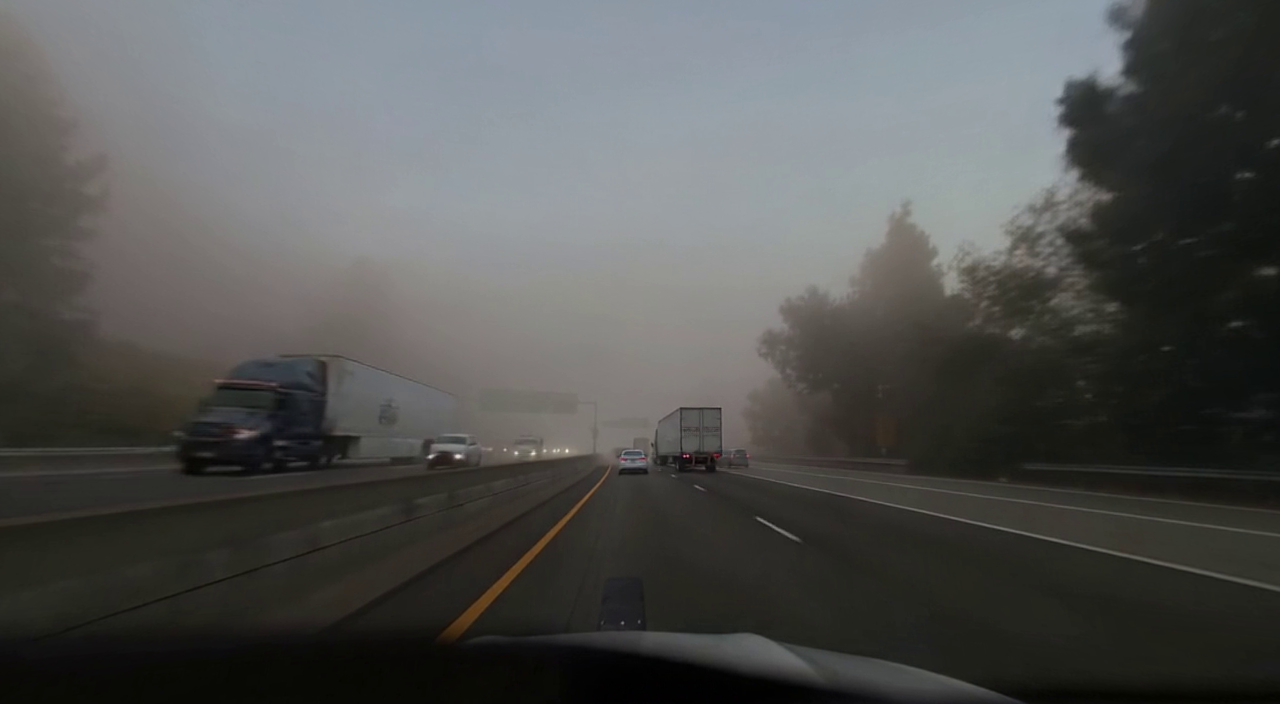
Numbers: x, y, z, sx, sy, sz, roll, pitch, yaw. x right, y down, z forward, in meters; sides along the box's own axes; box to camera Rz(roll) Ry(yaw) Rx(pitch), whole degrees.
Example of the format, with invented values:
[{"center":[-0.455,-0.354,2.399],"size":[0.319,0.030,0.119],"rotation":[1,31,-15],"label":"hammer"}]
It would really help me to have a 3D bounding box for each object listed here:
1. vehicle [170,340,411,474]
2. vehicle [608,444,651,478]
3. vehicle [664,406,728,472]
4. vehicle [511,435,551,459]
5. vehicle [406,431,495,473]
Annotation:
[{"center":[-11.885,2.362,23.246],"size":[2.937,3.843,10.296],"rotation":[0,-9,0],"label":"vehicle"},{"center":[-0.563,5.644,32.829],"size":[2.111,1.599,3.859],"rotation":[0,-9,-1],"label":"vehicle"},{"center":[3.674,6.288,44.929],"size":[2.931,4.009,12.800],"rotation":[0,-9,-2],"label":"vehicle"},{"center":[-8.154,7.192,47.550],"size":[2.099,1.725,5.303],"rotation":[0,-9,-1],"label":"vehicle"},{"center":[-7.438,4.026,25.387],"size":[1.993,1.486,5.318],"rotation":[0,-9,0],"label":"vehicle"}]
